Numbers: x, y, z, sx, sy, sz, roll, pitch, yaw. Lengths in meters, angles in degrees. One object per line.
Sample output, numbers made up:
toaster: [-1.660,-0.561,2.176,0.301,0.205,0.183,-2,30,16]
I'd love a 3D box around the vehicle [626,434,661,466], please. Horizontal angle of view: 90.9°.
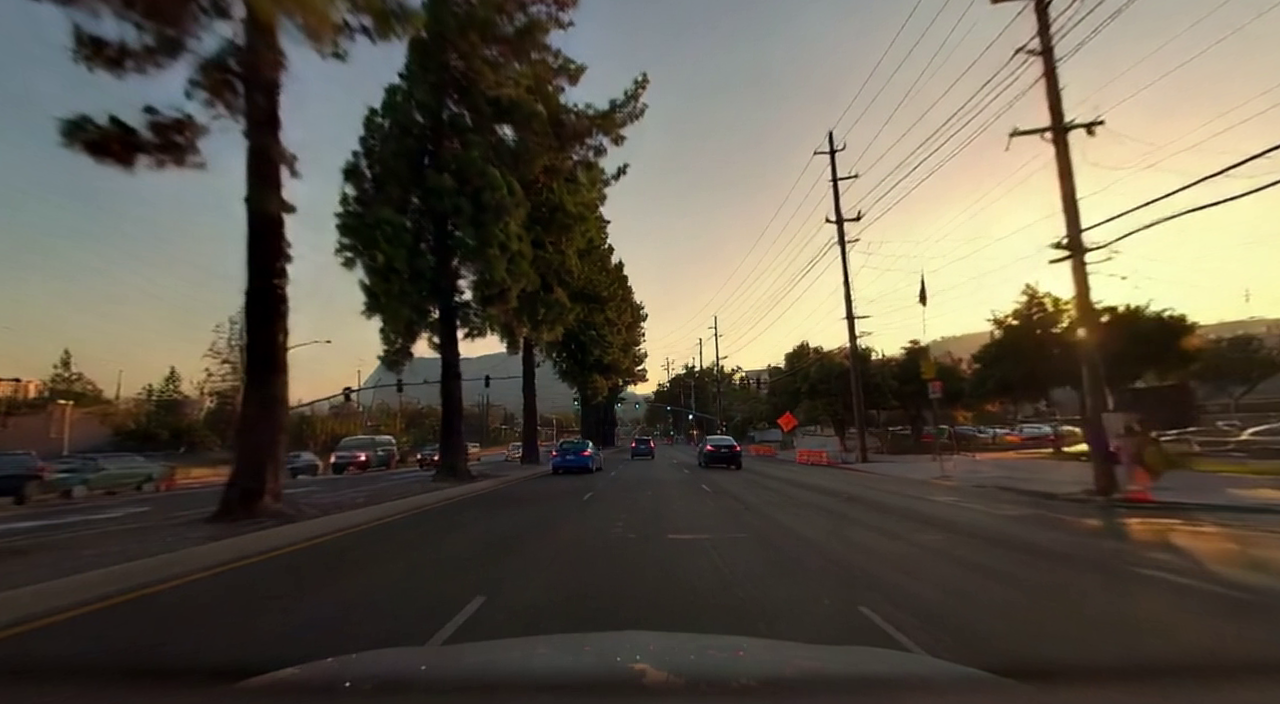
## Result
vehicle: [0.232,6.068,39.021,2.060,1.845,4.151,0,-8,0]

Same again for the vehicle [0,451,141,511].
vehicle: [-17.611,3.734,18.747,1.813,1.513,4.457,0,-8,2]

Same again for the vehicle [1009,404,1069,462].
vehicle: [25.630,5.119,40.557,2.825,3.296,8.344,-3,-7,32]

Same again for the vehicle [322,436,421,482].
vehicle: [-9.705,3.887,23.140,1.774,1.535,3.828,-1,-8,3]

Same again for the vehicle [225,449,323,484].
vehicle: [-17.301,5.392,30.115,1.911,1.509,4.406,0,-8,2]

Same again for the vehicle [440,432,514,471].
vehicle: [-8.983,5.557,35.349,2.392,2.012,5.727,0,-8,2]

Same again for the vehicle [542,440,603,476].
vehicle: [-2.927,4.725,28.388,2.087,1.480,4.825,0,-8,1]

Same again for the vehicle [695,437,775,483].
vehicle: [3.282,3.850,22.794,2.142,1.475,4.565,0,-8,0]
